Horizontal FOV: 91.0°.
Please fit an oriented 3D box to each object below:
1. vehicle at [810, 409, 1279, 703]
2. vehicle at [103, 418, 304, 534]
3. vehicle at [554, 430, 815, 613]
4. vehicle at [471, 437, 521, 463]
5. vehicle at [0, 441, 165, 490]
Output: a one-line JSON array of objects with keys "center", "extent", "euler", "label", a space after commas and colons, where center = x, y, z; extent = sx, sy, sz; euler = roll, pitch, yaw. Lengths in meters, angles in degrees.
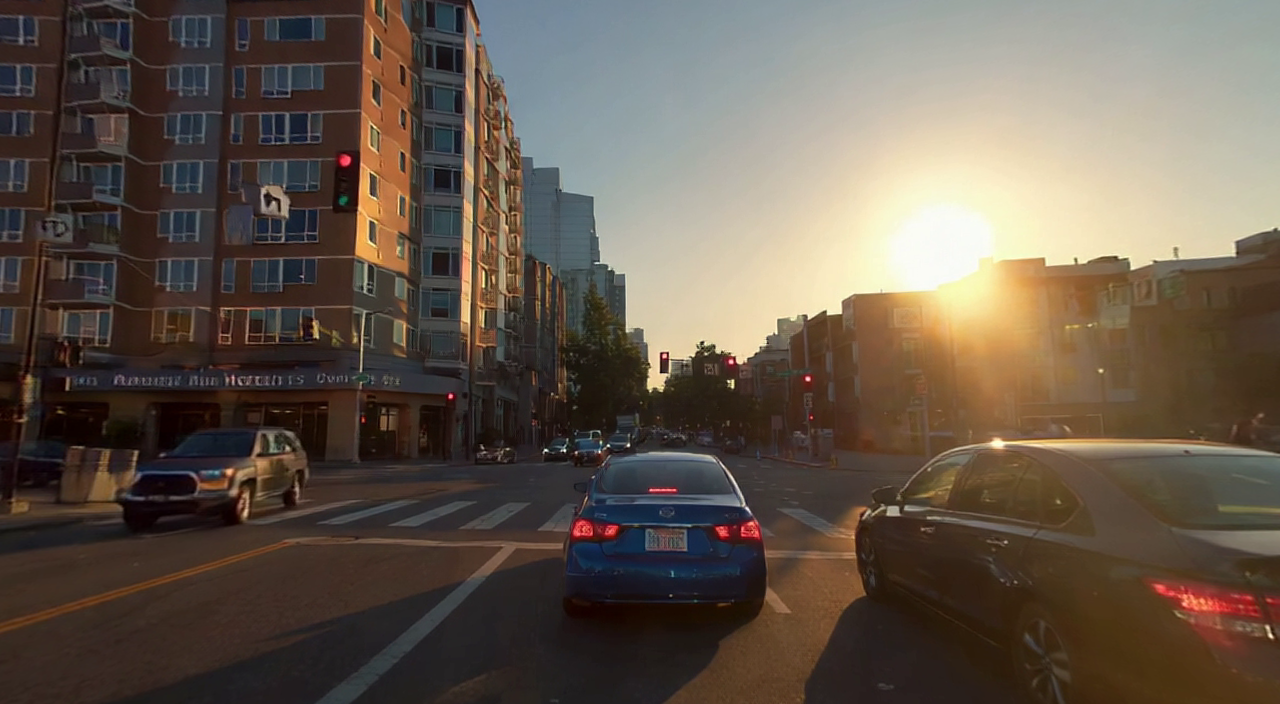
[{"center": [2.820, 1.287, 4.568], "extent": [1.961, 1.498, 4.356], "euler": [0, -8, 0], "label": "vehicle"}, {"center": [-8.940, 2.523, 13.655], "extent": [2.338, 1.889, 5.998], "euler": [4, -9, -23], "label": "vehicle"}, {"center": [0.277, 1.686, 7.245], "extent": [2.132, 1.464, 4.089], "euler": [0, -8, -3], "label": "vehicle"}, {"center": [-9.518, 6.532, 41.971], "extent": [2.030, 1.596, 3.912], "euler": [-1, -8, 7], "label": "vehicle"}, {"center": [-19.626, 3.912, 21.850], "extent": [4.688, 1.612, 1.938], "euler": [0, -8, 2], "label": "vehicle"}]
